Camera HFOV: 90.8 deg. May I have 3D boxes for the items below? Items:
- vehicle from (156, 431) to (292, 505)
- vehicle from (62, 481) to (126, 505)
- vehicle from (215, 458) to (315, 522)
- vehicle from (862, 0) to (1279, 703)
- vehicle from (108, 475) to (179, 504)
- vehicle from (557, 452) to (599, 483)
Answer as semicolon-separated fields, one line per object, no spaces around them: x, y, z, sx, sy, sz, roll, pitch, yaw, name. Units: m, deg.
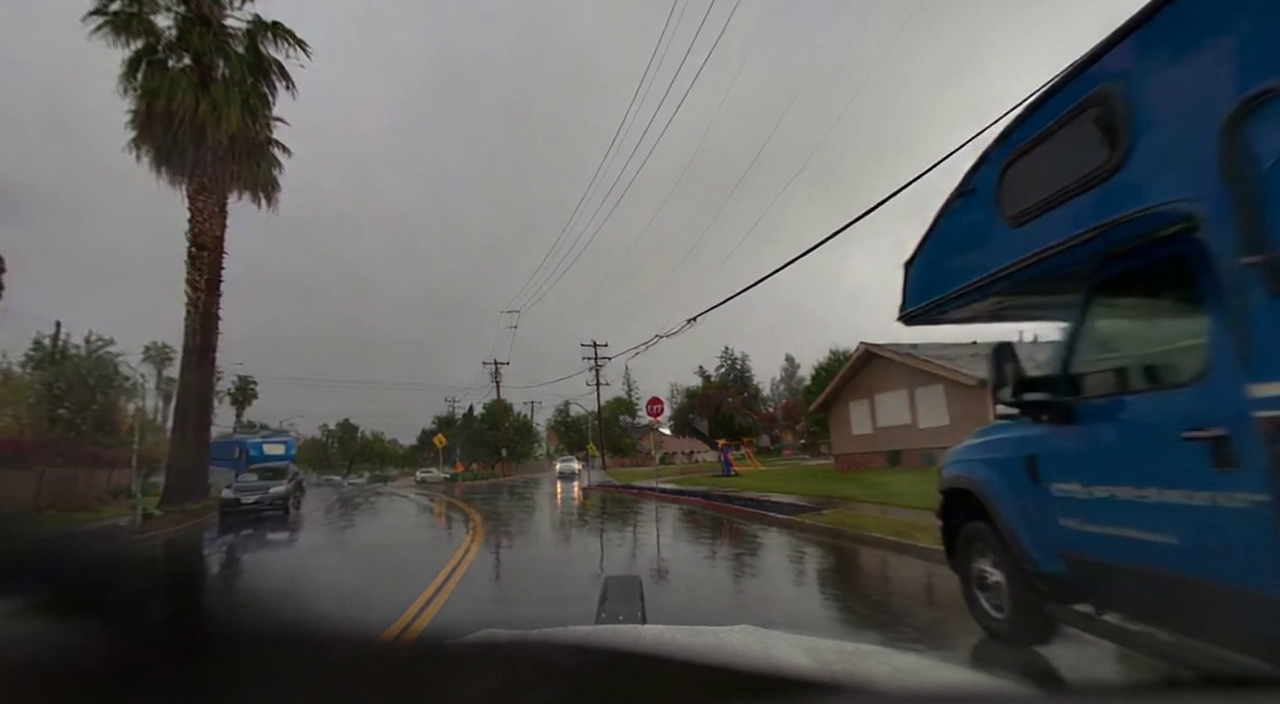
-24.710;6.653;37.136;11.364;3.720;3.216;-7;-11;39;vehicle
-40.193;10.353;46.489;4.164;1.504;2.025;-5;-10;27;vehicle
-10.917;3.960;18.713;2.085;1.545;4.340;4;-9;-25;vehicle
3.108;-0.211;0.816;2.853;3.082;7.767;0;-8;1;vehicle
-34.343;9.468;43.695;4.527;1.732;2.059;-5;-9;27;vehicle
-4.417;7.948;43.932;2.508;1.887;5.930;1;-8;-9;vehicle
